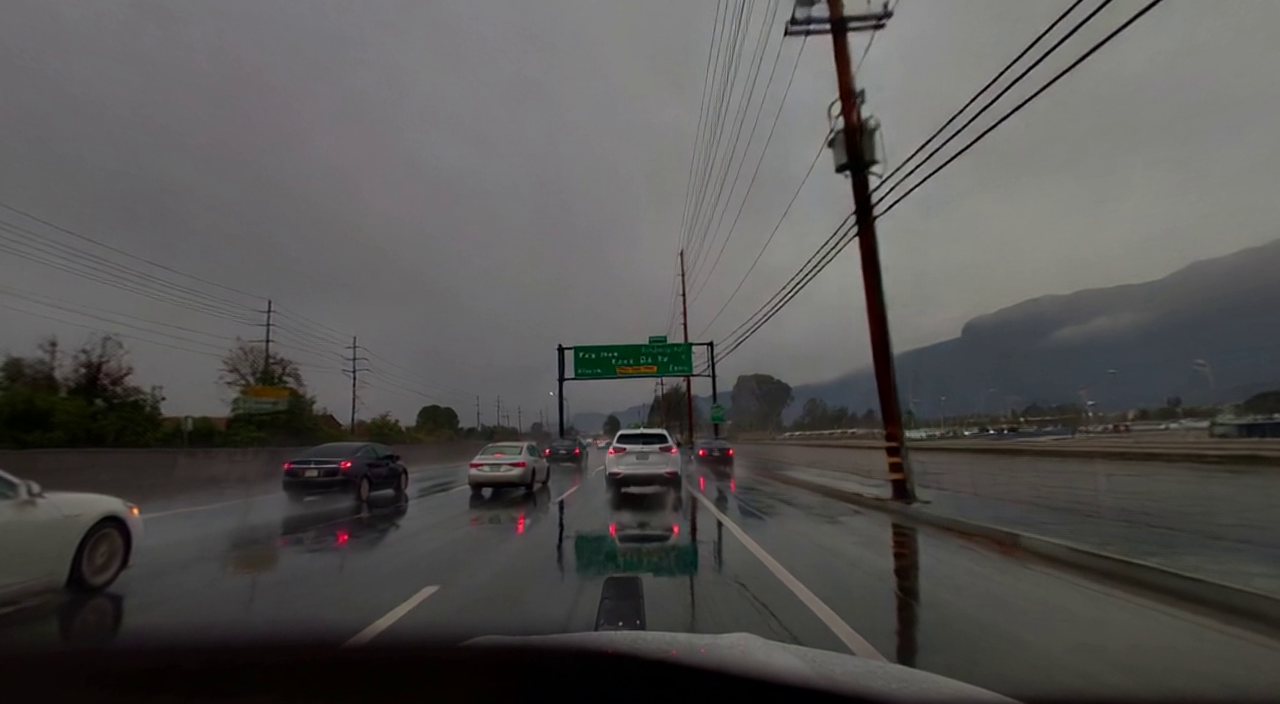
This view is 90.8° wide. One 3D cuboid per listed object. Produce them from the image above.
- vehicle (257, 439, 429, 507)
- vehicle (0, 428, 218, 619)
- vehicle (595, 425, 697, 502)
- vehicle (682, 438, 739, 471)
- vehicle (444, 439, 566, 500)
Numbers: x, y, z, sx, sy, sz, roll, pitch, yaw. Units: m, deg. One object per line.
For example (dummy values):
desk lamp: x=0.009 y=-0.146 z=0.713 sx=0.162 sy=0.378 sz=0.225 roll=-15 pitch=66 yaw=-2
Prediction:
vehicle: x=-7.104 y=2.914 z=15.789 sx=1.959 sy=1.435 sz=4.719 roll=0 pitch=-8 yaw=1
vehicle: x=-5.890 y=1.357 z=5.145 sx=1.958 sy=1.447 sz=4.454 roll=0 pitch=-8 yaw=-2
vehicle: x=0.154 y=2.808 z=16.241 sx=2.284 sy=1.699 sz=4.168 roll=0 pitch=-8 yaw=0
vehicle: x=3.327 y=4.928 z=30.680 sx=2.197 sy=1.464 sz=4.356 roll=0 pitch=-8 yaw=-1
vehicle: x=-3.474 y=3.134 z=17.343 sx=2.203 sy=1.425 sz=4.610 roll=0 pitch=-8 yaw=2
